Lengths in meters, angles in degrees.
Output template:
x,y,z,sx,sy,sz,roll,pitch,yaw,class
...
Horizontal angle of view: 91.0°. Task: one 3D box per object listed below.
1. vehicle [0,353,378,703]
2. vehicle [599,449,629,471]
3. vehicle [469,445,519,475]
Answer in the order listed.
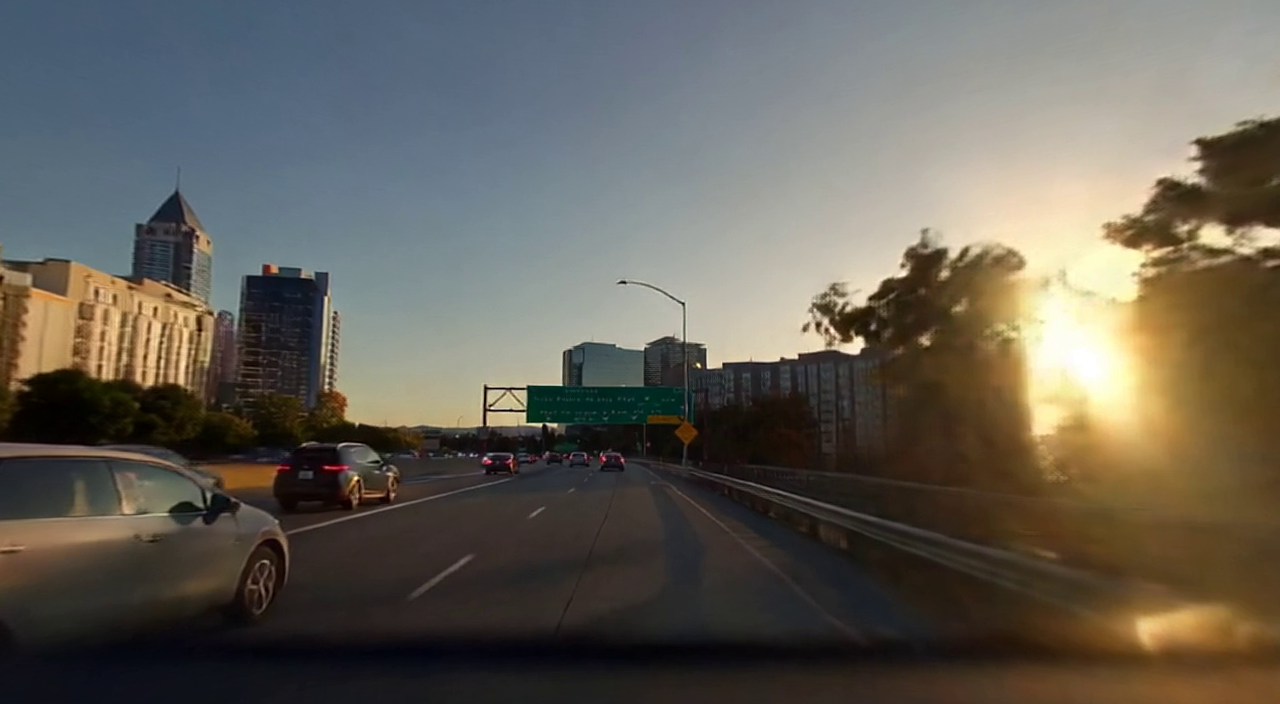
x,y,z,sx,sy,sz,roll,pitch,yaw,class
-3.568,1.061,3.737,2.036,1.717,4.592,0,-9,0,vehicle
-1.931,7.874,46.115,2.110,1.501,4.319,0,-9,-3,vehicle
-8.827,6.544,38.518,2.065,1.689,4.399,0,-9,-1,vehicle
